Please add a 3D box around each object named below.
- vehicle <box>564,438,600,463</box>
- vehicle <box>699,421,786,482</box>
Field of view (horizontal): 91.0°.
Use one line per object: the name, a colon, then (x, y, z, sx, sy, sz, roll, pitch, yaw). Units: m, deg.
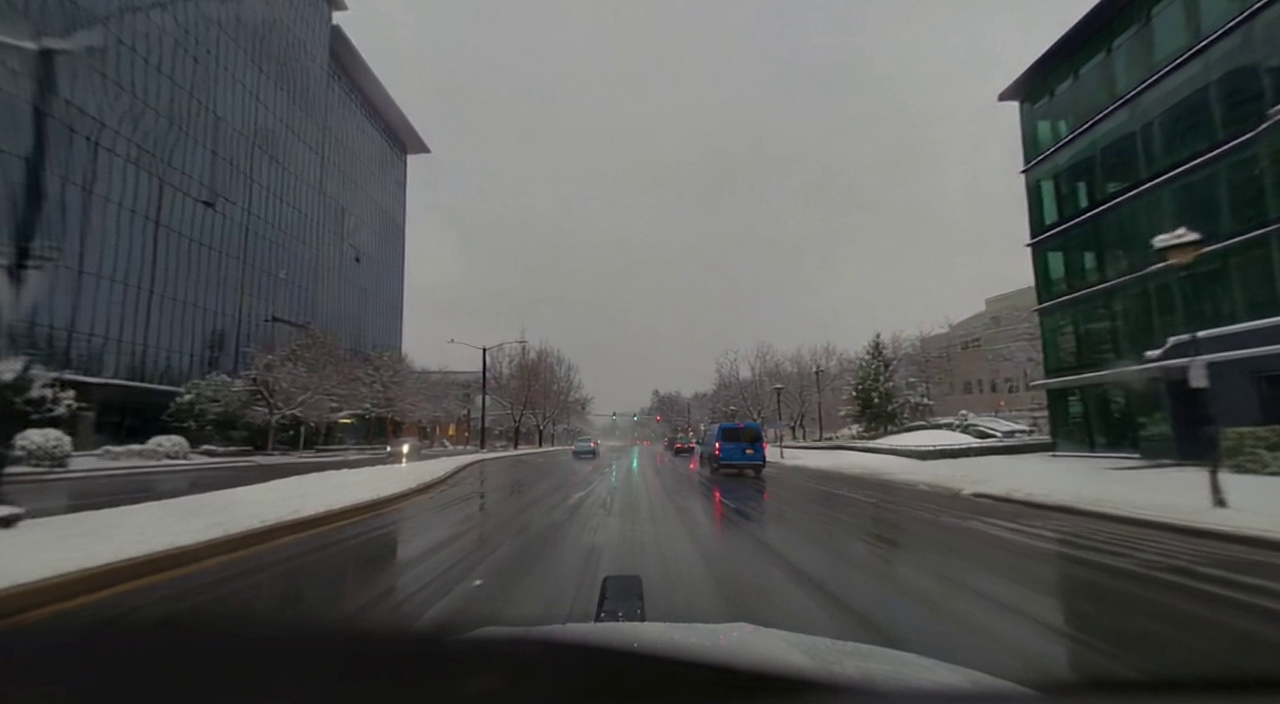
vehicle: (-3.610, 6.214, 39.791, 1.864, 1.464, 4.195, 0, -8, 1)
vehicle: (3.490, 3.537, 22.538, 2.200, 1.914, 5.145, 0, -8, 0)
